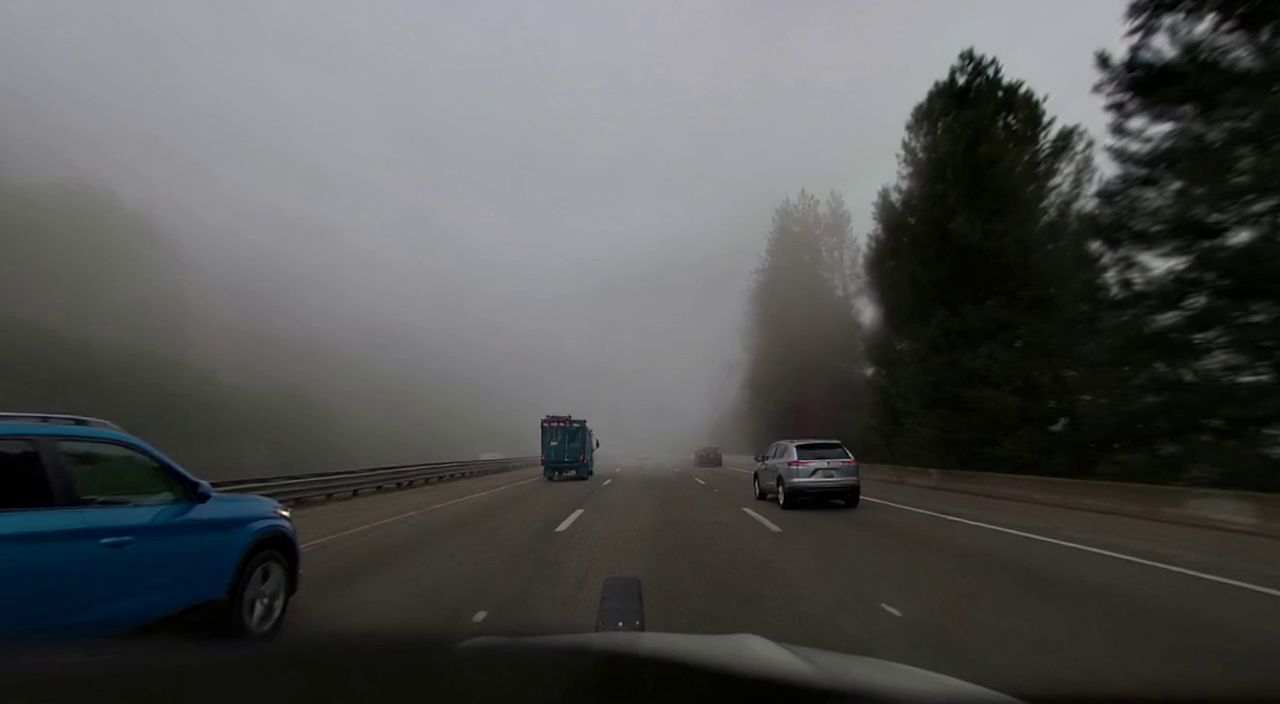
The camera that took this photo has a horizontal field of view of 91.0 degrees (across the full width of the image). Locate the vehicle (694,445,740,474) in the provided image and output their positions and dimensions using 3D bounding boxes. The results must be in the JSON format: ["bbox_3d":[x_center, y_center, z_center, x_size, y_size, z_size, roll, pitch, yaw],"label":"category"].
[{"bbox_3d":[4.494,6.321,37.220,2.071,1.570,4.637,0,-9,-1],"label":"vehicle"}]

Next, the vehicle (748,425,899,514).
[{"bbox_3d":[3.918,2.614,14.439,2.066,1.696,4.604,0,-9,0],"label":"vehicle"}]

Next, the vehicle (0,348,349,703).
[{"bbox_3d":[-3.728,0.986,3.537,2.080,1.716,4.207,0,-9,1],"label":"vehicle"}]

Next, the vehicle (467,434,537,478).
[{"bbox_3d":[-6.520,4.973,30.323,2.149,1.922,4.976,0,-9,1],"label":"vehicle"}]

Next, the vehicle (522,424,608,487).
[{"bbox_3d":[-2.684,3.932,24.134,2.494,2.136,5.539,0,-9,1],"label":"vehicle"}]
